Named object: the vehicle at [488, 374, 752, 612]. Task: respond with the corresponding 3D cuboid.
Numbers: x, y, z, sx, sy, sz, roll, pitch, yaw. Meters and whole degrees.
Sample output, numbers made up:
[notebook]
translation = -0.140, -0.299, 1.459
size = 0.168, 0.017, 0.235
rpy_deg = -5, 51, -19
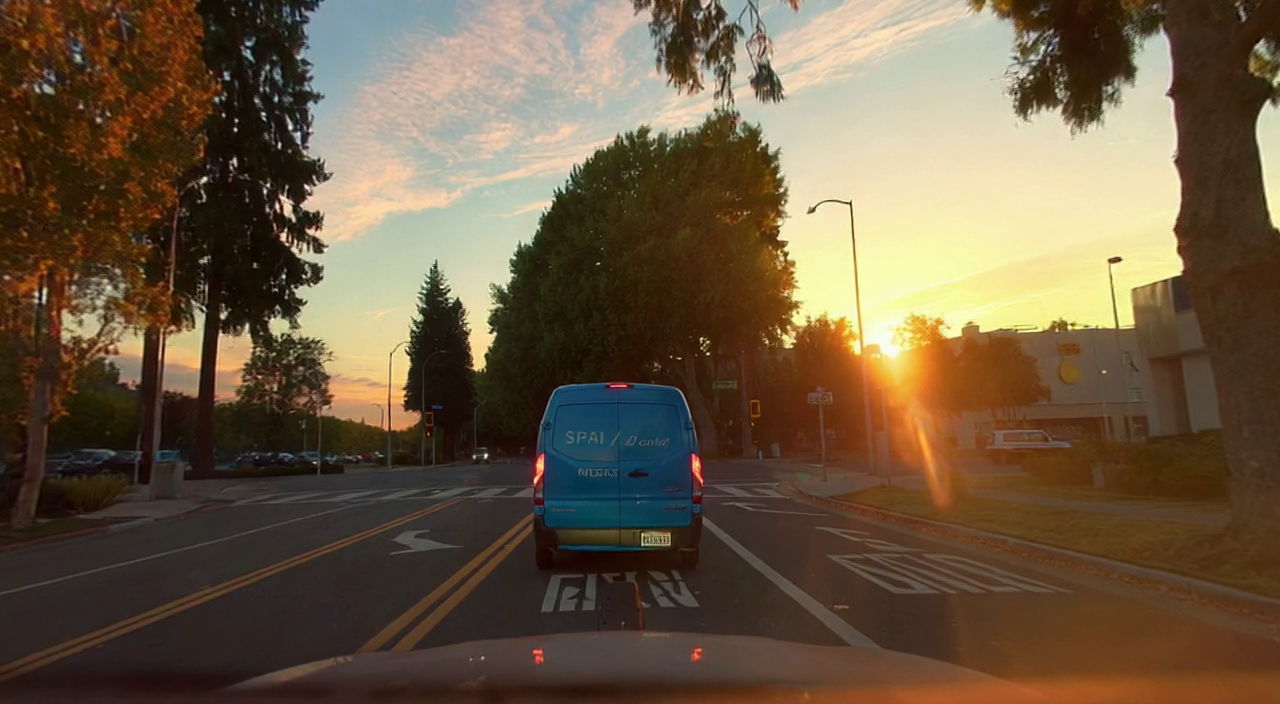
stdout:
[vehicle]
translation = -0.296, 1.465, 7.290
size = 2.181, 1.949, 3.932
rpy_deg = 1, -9, -4
